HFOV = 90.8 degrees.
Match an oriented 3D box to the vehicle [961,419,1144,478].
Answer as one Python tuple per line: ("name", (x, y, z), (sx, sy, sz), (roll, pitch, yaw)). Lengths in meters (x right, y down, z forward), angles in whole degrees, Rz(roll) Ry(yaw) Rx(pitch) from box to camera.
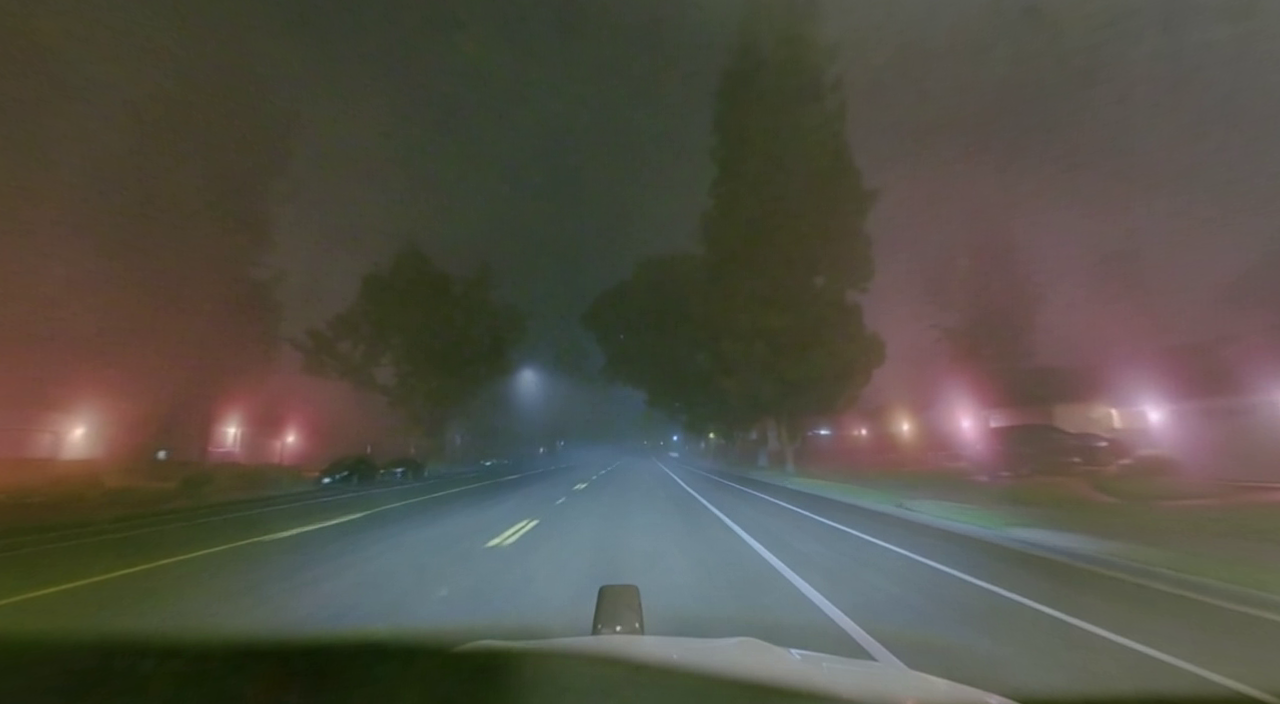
("vehicle", (13.383, 3.183, 20.898), (4.577, 1.770, 2.006), (-3, -9, 17))

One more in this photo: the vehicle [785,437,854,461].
("vehicle", (13.722, 7.421, 48.466), (4.629, 1.770, 1.959), (0, -8, 0))

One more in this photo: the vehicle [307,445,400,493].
("vehicle", (-12.579, 5.124, 28.115), (2.003, 1.804, 4.554), (-1, -7, 0))
